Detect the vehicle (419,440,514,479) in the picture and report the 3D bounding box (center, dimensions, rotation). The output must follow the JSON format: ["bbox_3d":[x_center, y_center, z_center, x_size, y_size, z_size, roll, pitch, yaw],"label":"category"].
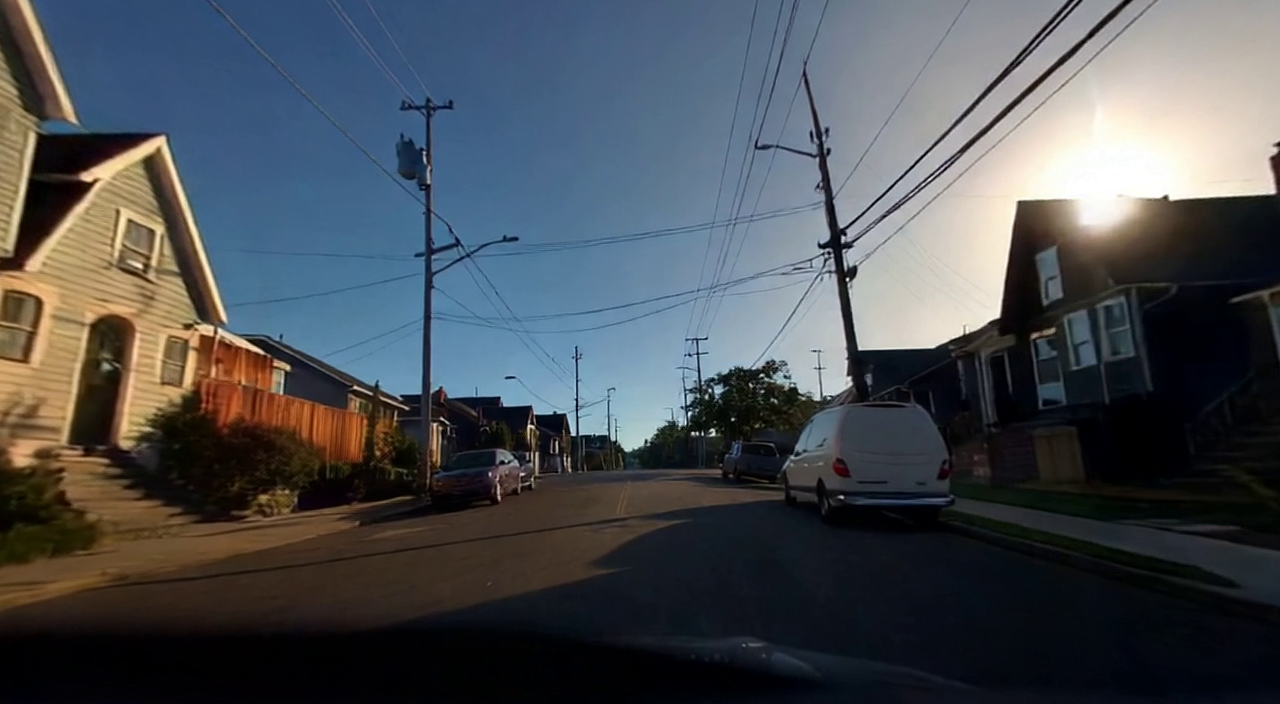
[{"bbox_3d":[-7.725,4.802,28.363,3.684,1.628,1.792,0,-8,3],"label":"vehicle"}]

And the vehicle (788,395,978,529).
[{"bbox_3d":[4.562,2.159,12.775,2.343,2.229,4.199,0,-9,4],"label":"vehicle"}]

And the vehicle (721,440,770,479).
[{"bbox_3d":[5.192,5.344,31.580,1.961,1.777,4.189,0,-9,3],"label":"vehicle"}]
